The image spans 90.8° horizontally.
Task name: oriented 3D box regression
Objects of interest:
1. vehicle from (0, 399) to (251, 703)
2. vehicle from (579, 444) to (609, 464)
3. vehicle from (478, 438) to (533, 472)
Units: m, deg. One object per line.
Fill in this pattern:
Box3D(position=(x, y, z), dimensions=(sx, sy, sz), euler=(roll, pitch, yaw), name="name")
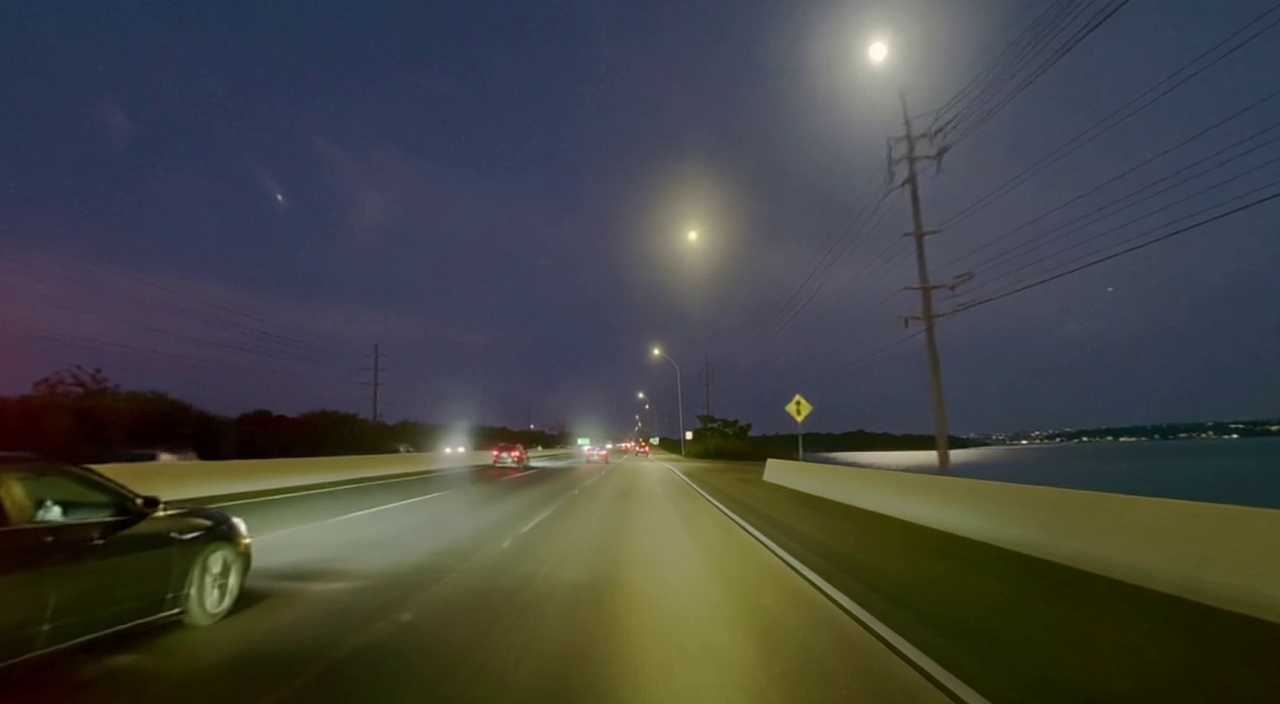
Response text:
Box3D(position=(-3.645, 0.858, 1.948), dimensions=(2.015, 1.501, 4.454), euler=(0, -8, 0), name="vehicle")
Box3D(position=(-3.475, 7.792, 48.377), dimensions=(1.957, 1.494, 4.207), euler=(0, -8, 1), name="vehicle")
Box3D(position=(-7.459, 5.751, 35.465), dimensions=(2.050, 1.717, 4.418), euler=(0, -8, 1), name="vehicle")
